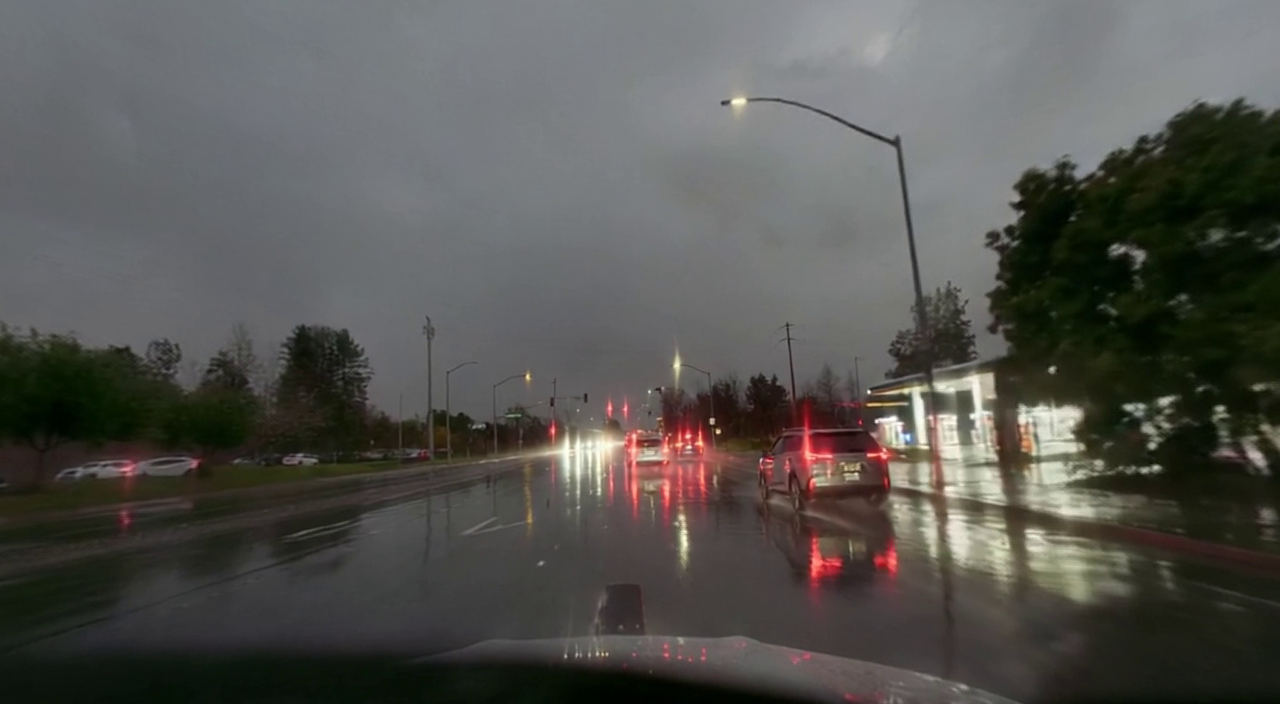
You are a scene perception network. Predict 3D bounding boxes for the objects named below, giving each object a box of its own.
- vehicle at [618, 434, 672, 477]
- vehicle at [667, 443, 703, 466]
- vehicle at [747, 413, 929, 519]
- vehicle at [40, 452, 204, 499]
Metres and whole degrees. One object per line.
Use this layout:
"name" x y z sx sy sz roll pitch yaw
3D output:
"vehicle" 0.121 4.435 27.312 2.164 1.718 3.881 0 -8 -2
"vehicle" 2.716 6.345 39.242 1.822 1.331 3.583 0 -8 -2
"vehicle" 3.807 2.318 13.353 2.116 1.791 5.006 0 -8 -1
"vehicle" -24.363 5.752 30.062 2.100 1.937 5.517 -4 -9 26
